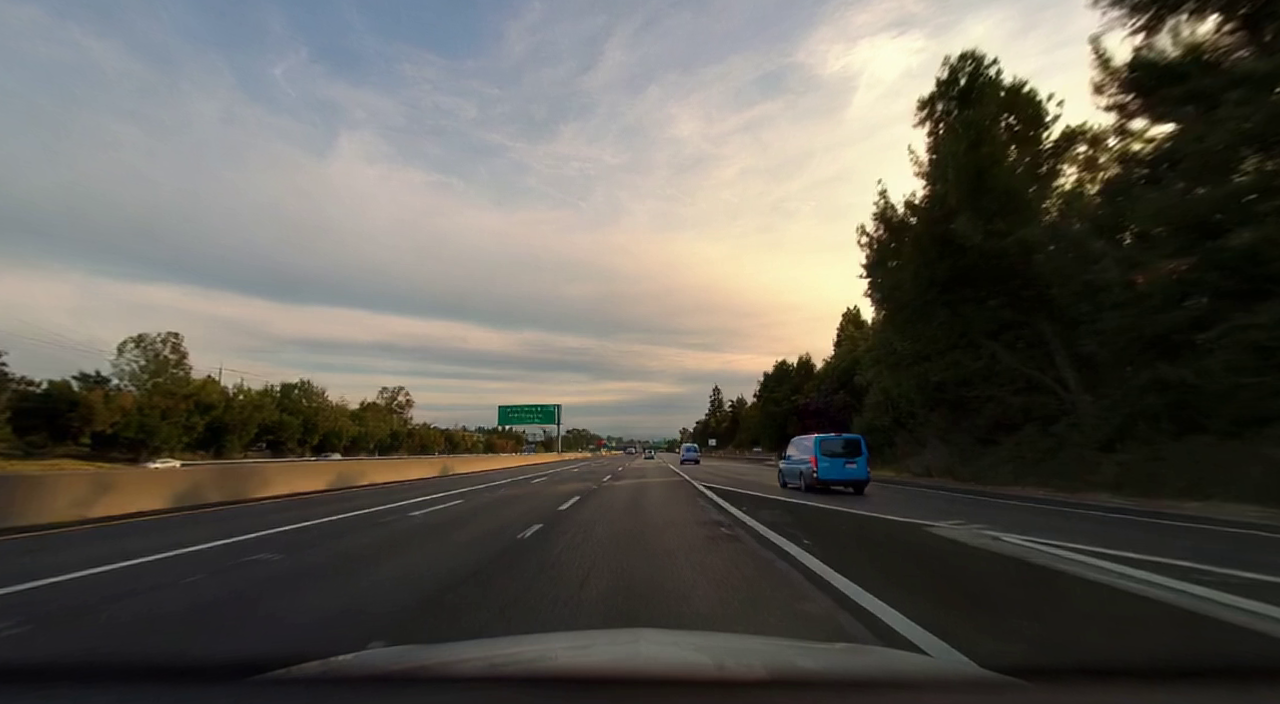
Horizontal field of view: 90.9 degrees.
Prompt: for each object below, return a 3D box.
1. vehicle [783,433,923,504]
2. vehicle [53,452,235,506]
[{"bbox_3d":[6.032,3.343,18.519,1.971,1.795,4.389,2,-9,-10],"label":"vehicle"},{"bbox_3d":[-15.279,3.898,19.850,1.903,1.486,4.666,0,-9,1],"label":"vehicle"}]
